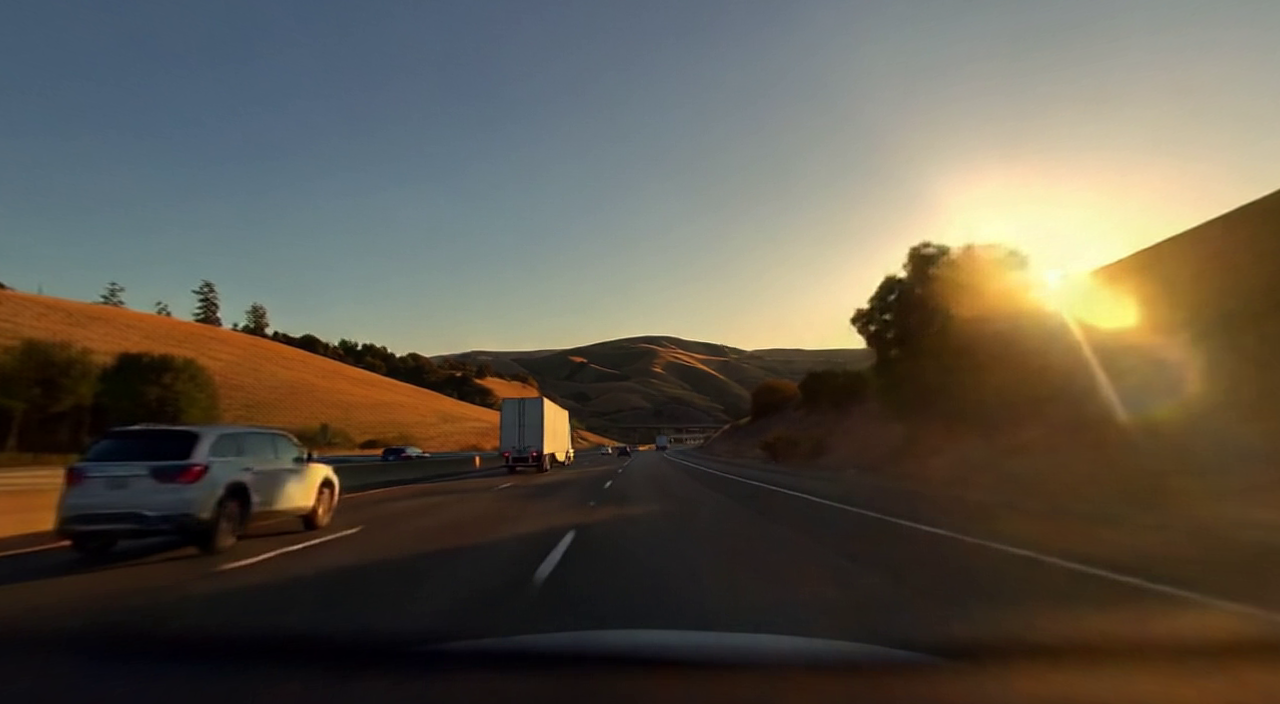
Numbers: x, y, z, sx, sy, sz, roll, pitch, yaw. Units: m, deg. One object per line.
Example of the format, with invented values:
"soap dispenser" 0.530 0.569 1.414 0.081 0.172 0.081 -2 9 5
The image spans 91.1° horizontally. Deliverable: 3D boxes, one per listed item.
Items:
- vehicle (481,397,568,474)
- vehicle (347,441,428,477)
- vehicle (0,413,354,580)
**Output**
"vehicle" -6.440 5.003 37.082 2.981 3.860 11.022 0 -8 0
"vehicle" -13.843 5.863 34.862 2.130 1.828 5.523 0 -8 1
"vehicle" -6.101 1.847 8.854 2.099 1.734 4.413 0 -8 -1
